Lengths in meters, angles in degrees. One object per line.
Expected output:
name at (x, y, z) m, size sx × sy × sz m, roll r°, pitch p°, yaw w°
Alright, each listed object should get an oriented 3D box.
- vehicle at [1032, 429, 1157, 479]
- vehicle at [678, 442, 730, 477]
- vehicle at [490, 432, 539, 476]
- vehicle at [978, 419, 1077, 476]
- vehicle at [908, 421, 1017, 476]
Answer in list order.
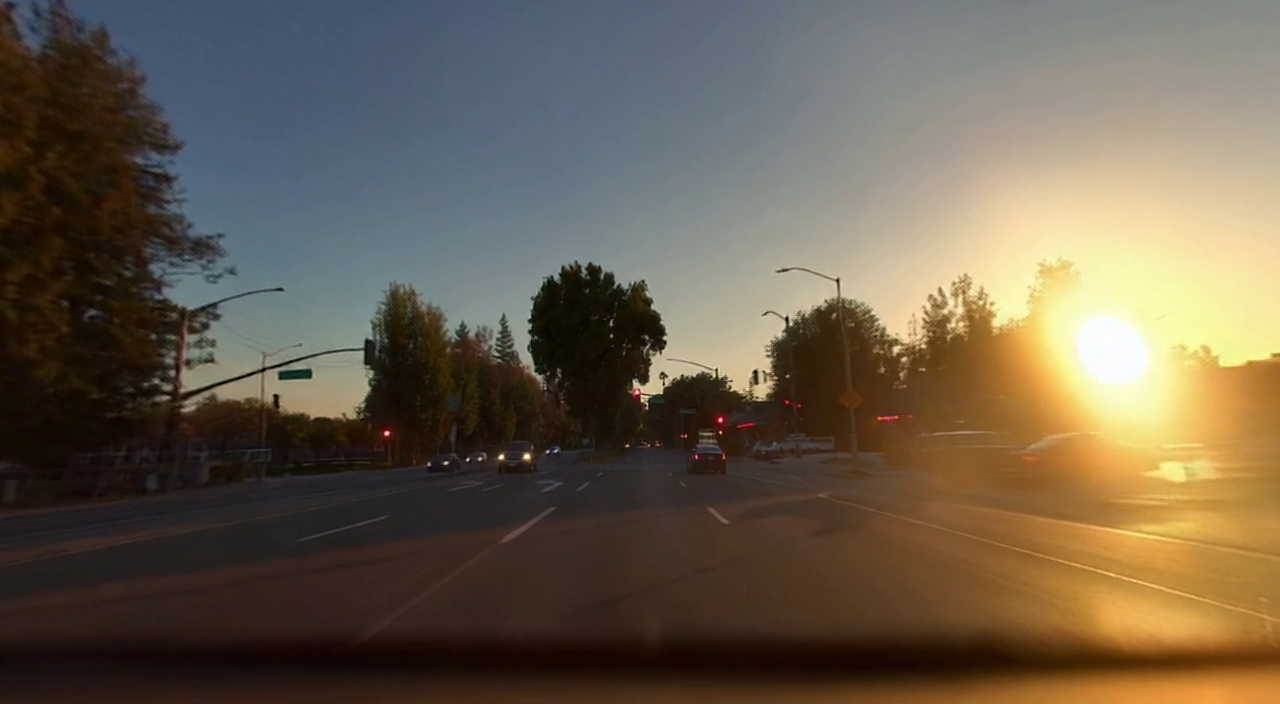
vehicle at (14.950, 3.330, 20.786) m, size 3.552 × 1.484 × 1.883 m, roll 4°, pitch -9°, yaw -29°
vehicle at (3.025, 5.166, 30.625) m, size 1.961 × 1.580 × 4.020 m, roll 0°, pitch -8°, yaw -2°
vehicle at (-6.415, 5.239, 32.795) m, size 2.270 × 2.068 × 5.517 m, roll 1°, pitch -9°, yaw -9°
vehicle at (14.798, 3.562, 24.010) m, size 2.067 × 1.818 × 4.779 m, roll -12°, pitch -12°, yaw 42°
vehicle at (13.370, 3.945, 26.049) m, size 5.115 × 1.997 × 2.279 m, roll 6°, pitch -13°, yaw -44°
